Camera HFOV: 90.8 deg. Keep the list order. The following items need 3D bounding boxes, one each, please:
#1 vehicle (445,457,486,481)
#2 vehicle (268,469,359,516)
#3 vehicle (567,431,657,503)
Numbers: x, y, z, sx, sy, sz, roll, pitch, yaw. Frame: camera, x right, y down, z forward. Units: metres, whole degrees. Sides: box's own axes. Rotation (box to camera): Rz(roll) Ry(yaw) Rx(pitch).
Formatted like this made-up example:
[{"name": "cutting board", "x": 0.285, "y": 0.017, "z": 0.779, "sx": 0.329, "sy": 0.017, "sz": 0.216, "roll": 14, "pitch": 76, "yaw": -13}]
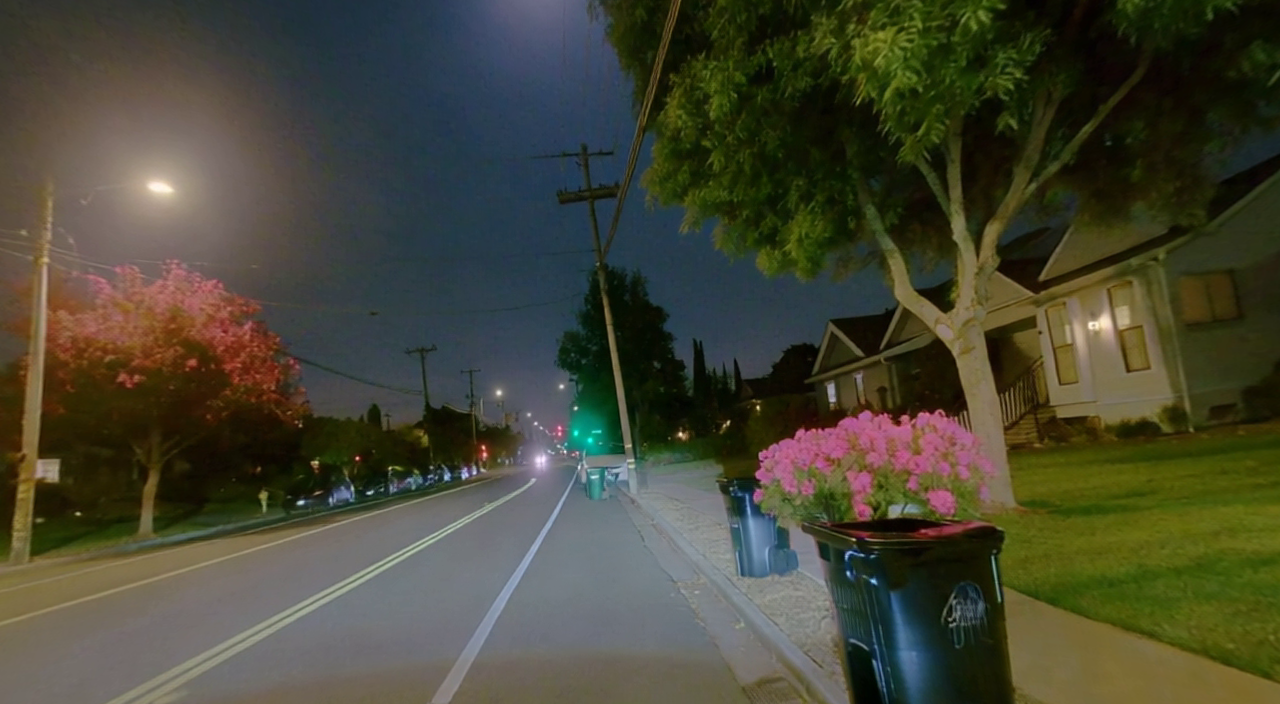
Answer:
[{"name": "vehicle", "x": -13.771, "y": 9.113, "z": 49.634, "sx": 2.218, "sy": 1.679, "sz": 4.723, "roll": 4, "pitch": -9, "yaw": -25}, {"name": "vehicle", "x": -13.777, "y": 5.916, "z": 26.991, "sx": 1.982, "sy": 1.660, "sz": 4.142, "roll": 1, "pitch": -8, "yaw": -6}, {"name": "vehicle", "x": -0.829, "y": 3.079, "z": 17.389, "sx": 2.190, "sy": 1.708, "sz": 4.115, "roll": 0, "pitch": -8, "yaw": -4}]
